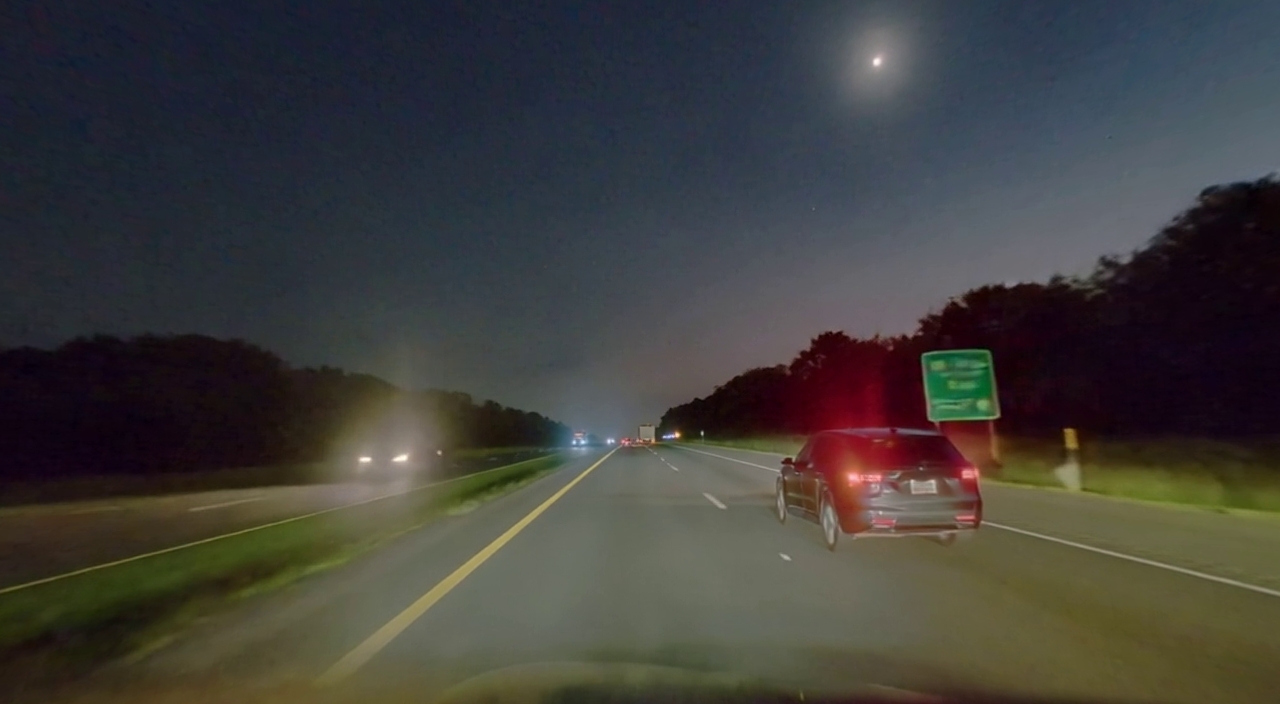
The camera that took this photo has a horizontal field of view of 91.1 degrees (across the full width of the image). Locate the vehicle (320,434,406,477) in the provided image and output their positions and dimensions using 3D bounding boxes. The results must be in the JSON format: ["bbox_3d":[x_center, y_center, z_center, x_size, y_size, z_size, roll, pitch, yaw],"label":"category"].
[{"bbox_3d":[-12.532,4.659,28.789,1.975,1.794,4.343,0,-8,0],"label":"vehicle"}]
